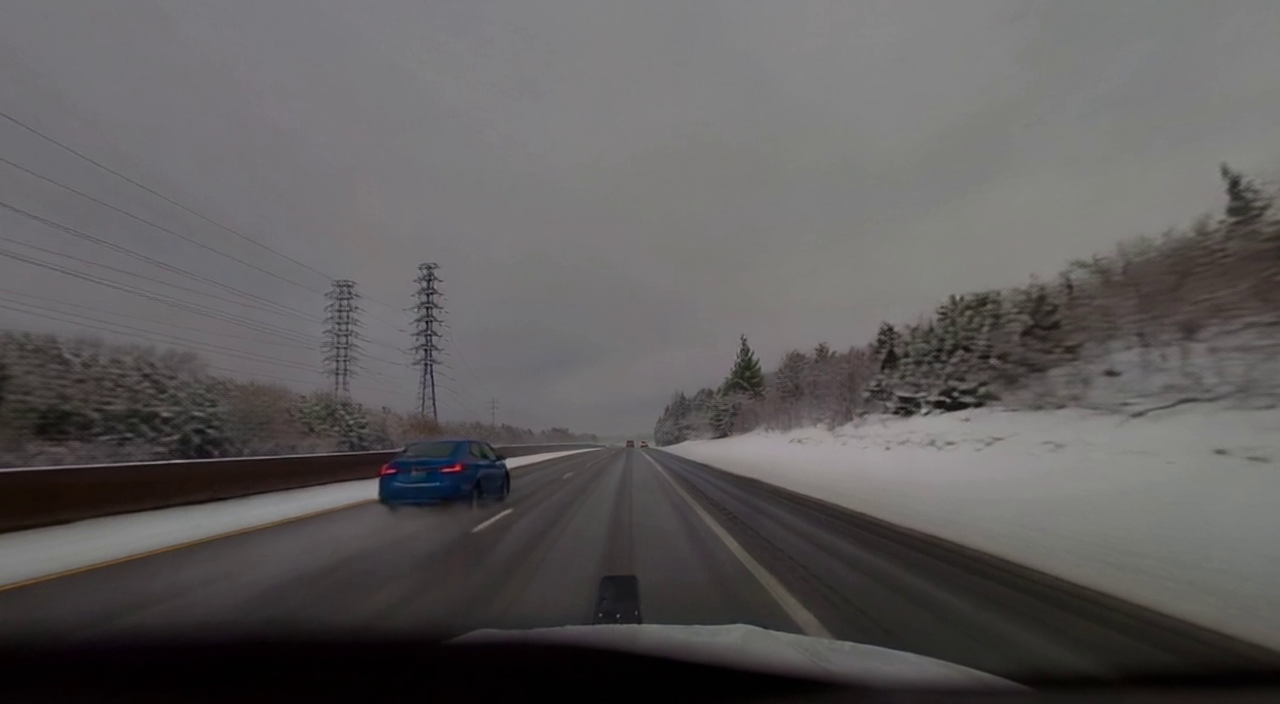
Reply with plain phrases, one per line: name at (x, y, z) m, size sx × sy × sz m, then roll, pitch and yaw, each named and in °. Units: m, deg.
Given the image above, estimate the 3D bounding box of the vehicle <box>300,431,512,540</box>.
vehicle at (-3.972, 2.316, 11.770) m, size 2.158 × 1.604 × 4.679 m, roll 0°, pitch -8°, yaw 0°
